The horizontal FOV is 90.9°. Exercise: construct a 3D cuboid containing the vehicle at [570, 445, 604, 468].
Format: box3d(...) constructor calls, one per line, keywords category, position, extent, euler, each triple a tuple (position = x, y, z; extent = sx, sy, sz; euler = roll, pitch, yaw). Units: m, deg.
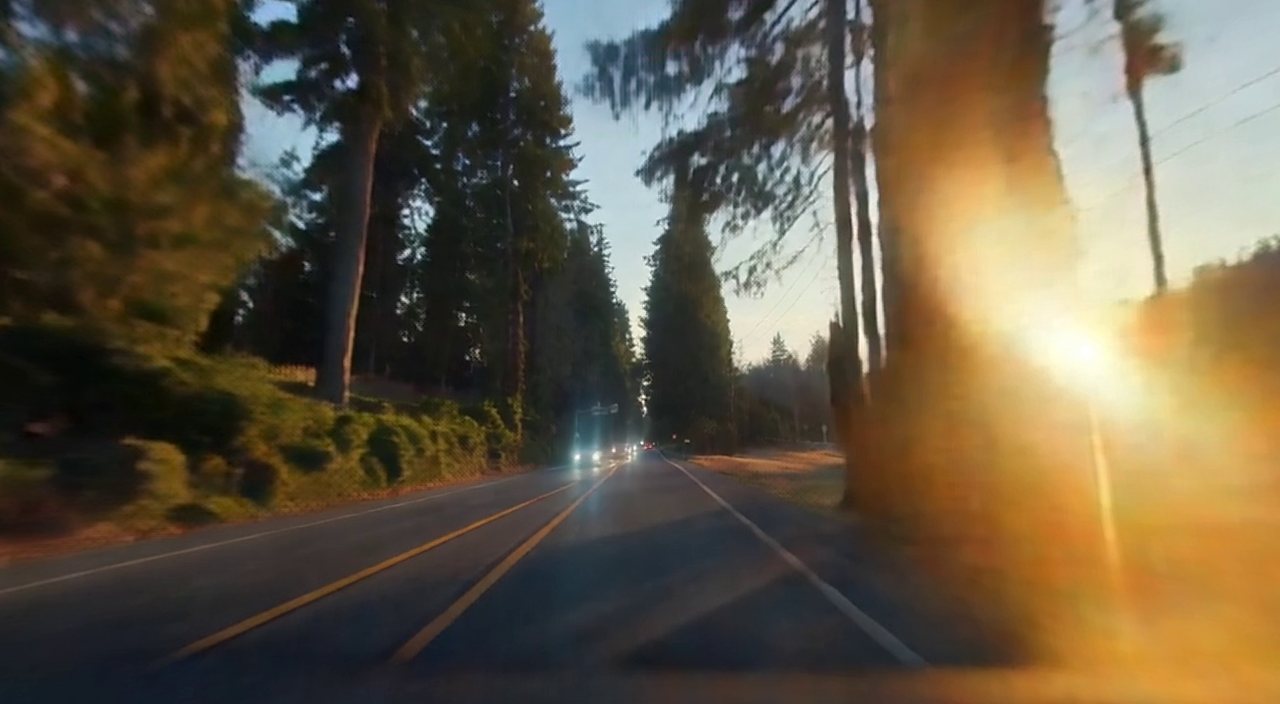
box3d(category="vehicle", position=(-3.562, 7.076, 42.946), extent=(1.816, 1.473, 3.689), euler=(0, -8, 2))
